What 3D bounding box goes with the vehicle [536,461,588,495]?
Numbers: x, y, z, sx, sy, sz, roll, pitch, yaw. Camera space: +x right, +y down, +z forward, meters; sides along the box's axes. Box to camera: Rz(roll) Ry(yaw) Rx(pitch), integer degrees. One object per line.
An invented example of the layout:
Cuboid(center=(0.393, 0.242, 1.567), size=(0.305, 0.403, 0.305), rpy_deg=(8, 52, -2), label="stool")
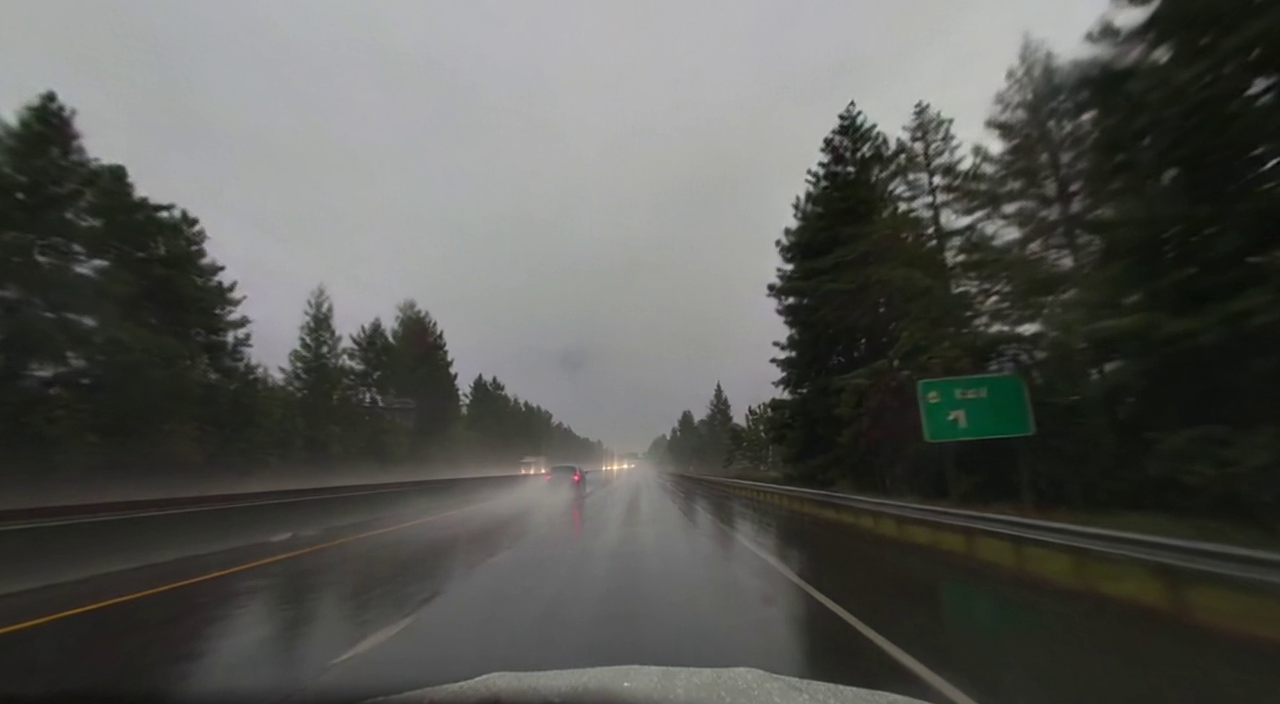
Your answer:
Cuboid(center=(-3.945, 6.478, 32.540), size=(2.180, 1.618, 4.219), rpy_deg=(1, -10, -1), label="vehicle")
